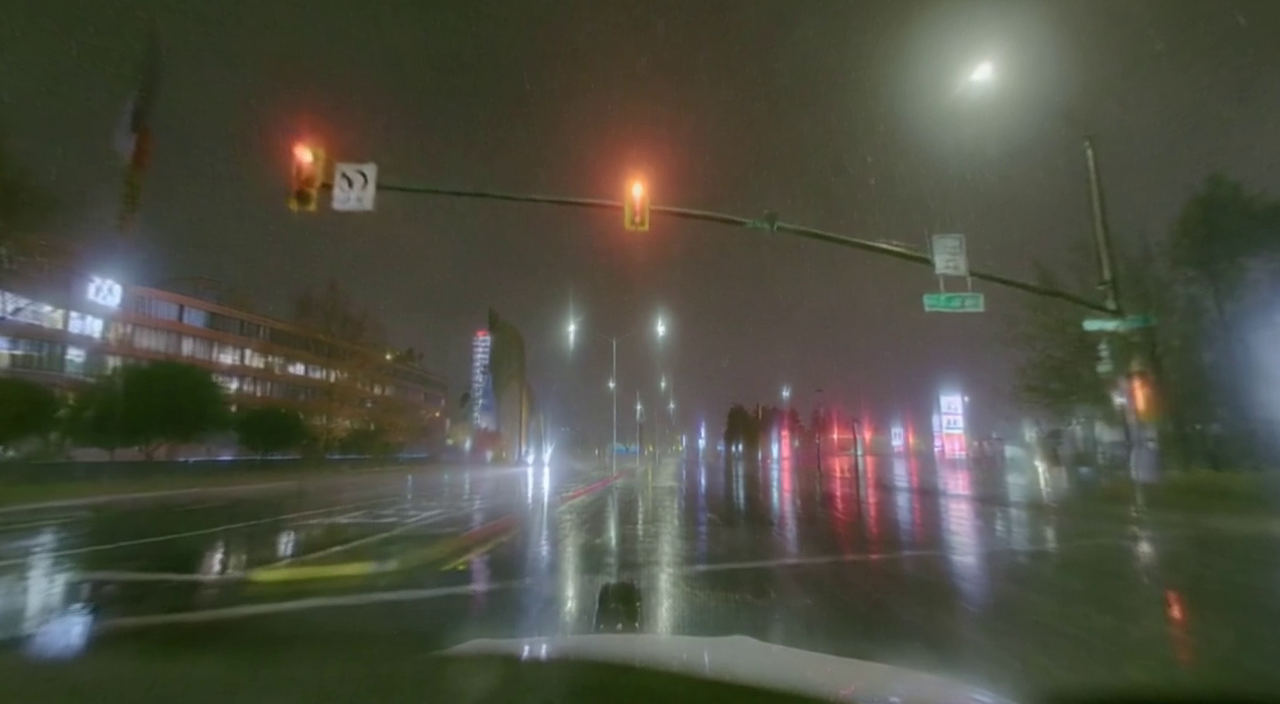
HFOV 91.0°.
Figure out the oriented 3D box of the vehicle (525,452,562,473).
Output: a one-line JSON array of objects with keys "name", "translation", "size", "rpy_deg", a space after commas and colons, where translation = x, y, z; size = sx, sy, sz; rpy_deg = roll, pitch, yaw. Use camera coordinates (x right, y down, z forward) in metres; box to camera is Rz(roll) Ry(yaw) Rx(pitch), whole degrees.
[{"name": "vehicle", "translation": [-7.262, 8.374, 47.738], "size": [1.866, 1.463, 4.378], "rpy_deg": [0, -9, 3]}]
